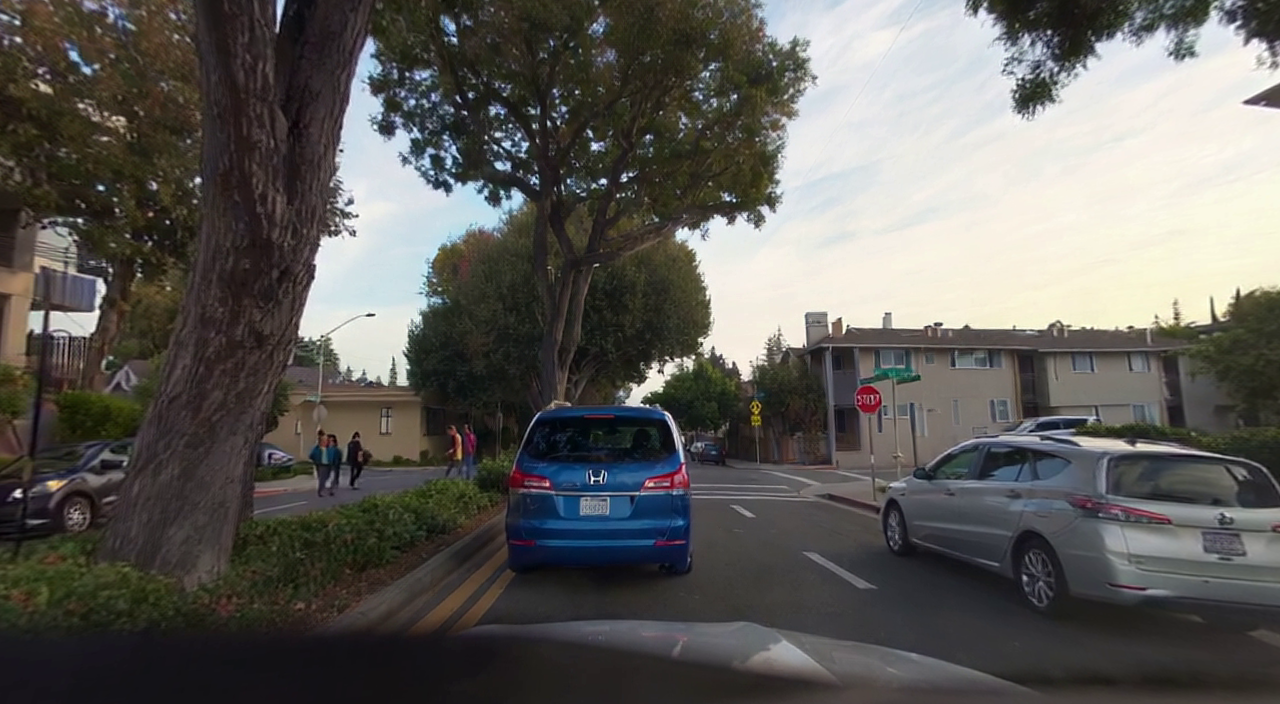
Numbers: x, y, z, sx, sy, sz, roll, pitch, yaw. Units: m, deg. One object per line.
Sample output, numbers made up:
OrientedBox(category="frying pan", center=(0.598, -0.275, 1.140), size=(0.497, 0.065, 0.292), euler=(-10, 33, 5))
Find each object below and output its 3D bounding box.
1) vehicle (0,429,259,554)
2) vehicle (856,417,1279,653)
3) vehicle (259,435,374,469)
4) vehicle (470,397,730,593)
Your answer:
OrientedBox(category="vehicle", center=(-8.288, 2.029, 10.016), size=(1.825, 1.532, 4.083), euler=(-3, -7, 2))
OrientedBox(category="vehicle", center=(4.223, 1.684, 6.874), size=(1.959, 1.581, 4.731), euler=(4, -9, -2))
OrientedBox(category="vehicle", center=(-15.219, 4.723, 29.808), size=(4.387, 1.495, 1.811), euler=(1, -8, -3))
OrientedBox(category="vehicle", center=(-0.386, 1.657, 8.180), size=(2.377, 1.787, 4.652), euler=(0, -8, -1))
